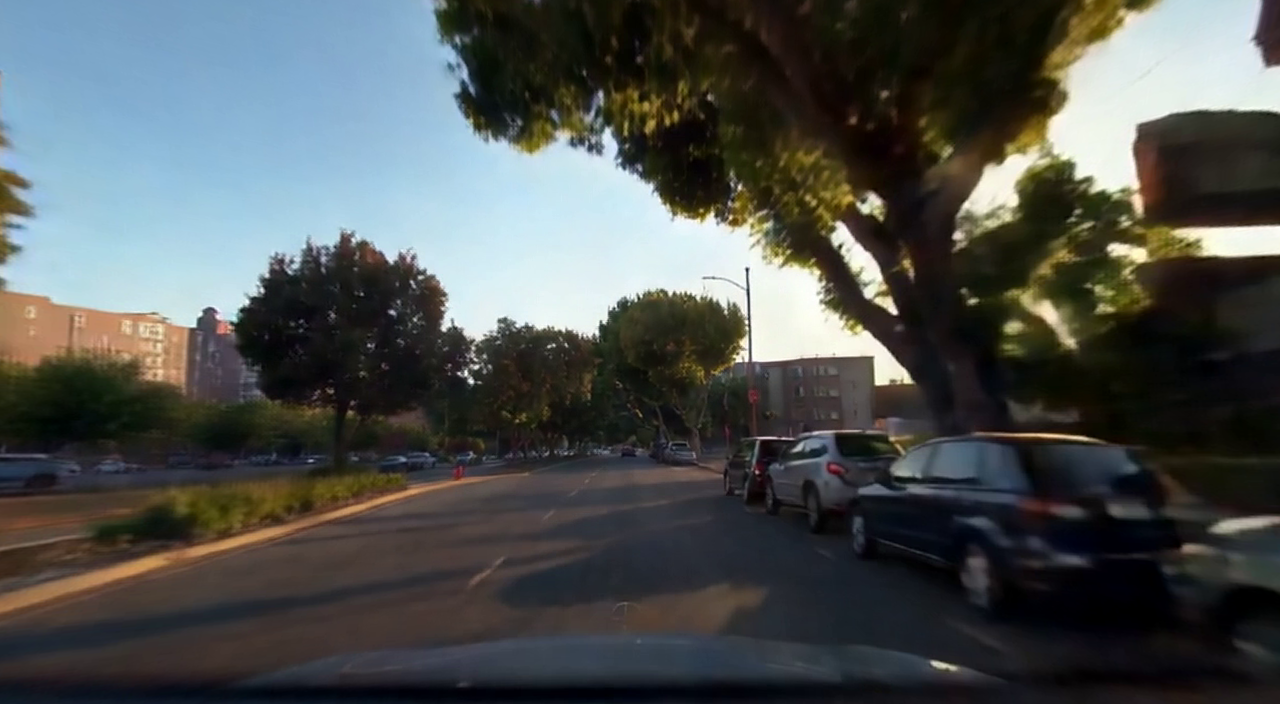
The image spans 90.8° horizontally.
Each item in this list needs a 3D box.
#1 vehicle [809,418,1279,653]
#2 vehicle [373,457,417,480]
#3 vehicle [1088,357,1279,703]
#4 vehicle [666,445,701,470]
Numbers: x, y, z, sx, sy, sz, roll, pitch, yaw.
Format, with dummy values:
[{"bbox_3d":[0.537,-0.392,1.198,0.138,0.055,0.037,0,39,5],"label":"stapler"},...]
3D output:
[{"bbox_3d":[3.313,1.519,6.422,1.825,1.488,4.604,0,-8,-1],"label":"vehicle"},{"bbox_3d":[-18.901,8.964,48.909,1.791,1.461,4.496,-4,-8,-2],"label":"vehicle"},{"bbox_3d":[3.793,0.651,1.424,1.909,1.647,4.846,0,-8,-1],"label":"vehicle"},{"bbox_3d":[2.793,6.859,41.345,1.924,1.492,4.587,0,-8,0],"label":"vehicle"}]
